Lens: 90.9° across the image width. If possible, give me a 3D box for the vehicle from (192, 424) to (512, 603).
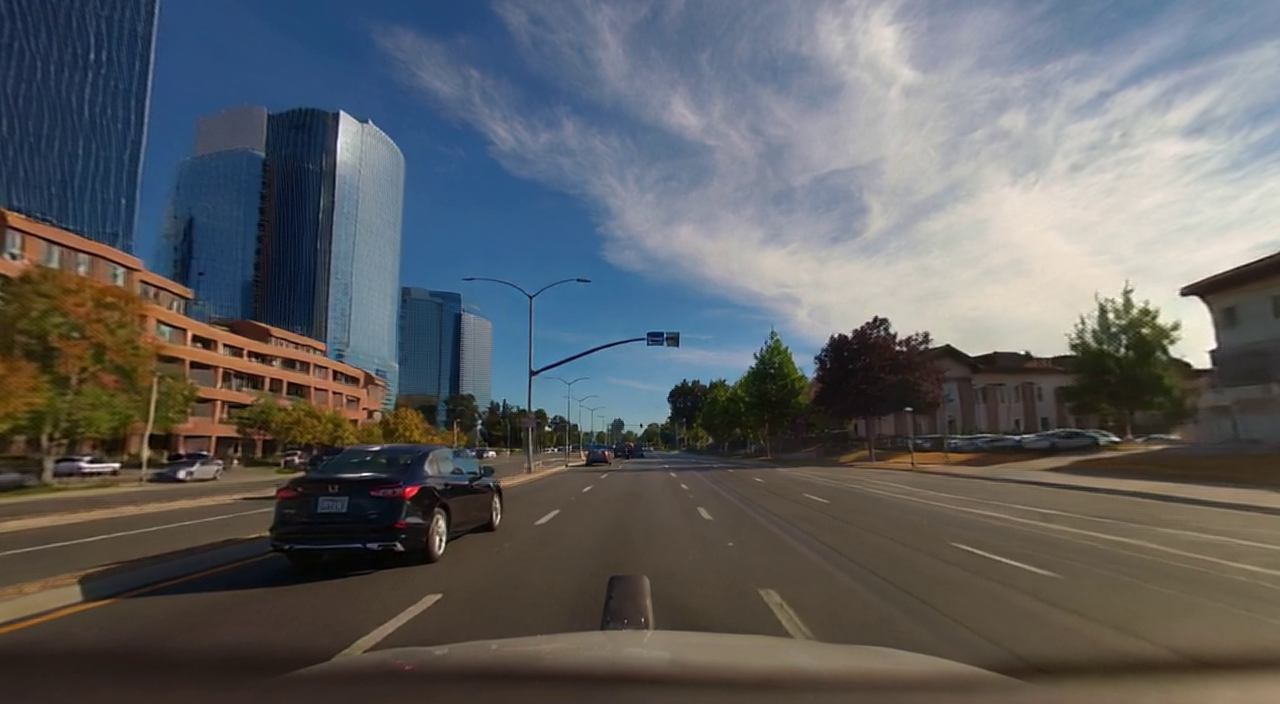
[{"bbox_3d":[-3.230,1.862,8.278,2.009,1.489,4.543,-5,-8,1],"label":"vehicle"}]
